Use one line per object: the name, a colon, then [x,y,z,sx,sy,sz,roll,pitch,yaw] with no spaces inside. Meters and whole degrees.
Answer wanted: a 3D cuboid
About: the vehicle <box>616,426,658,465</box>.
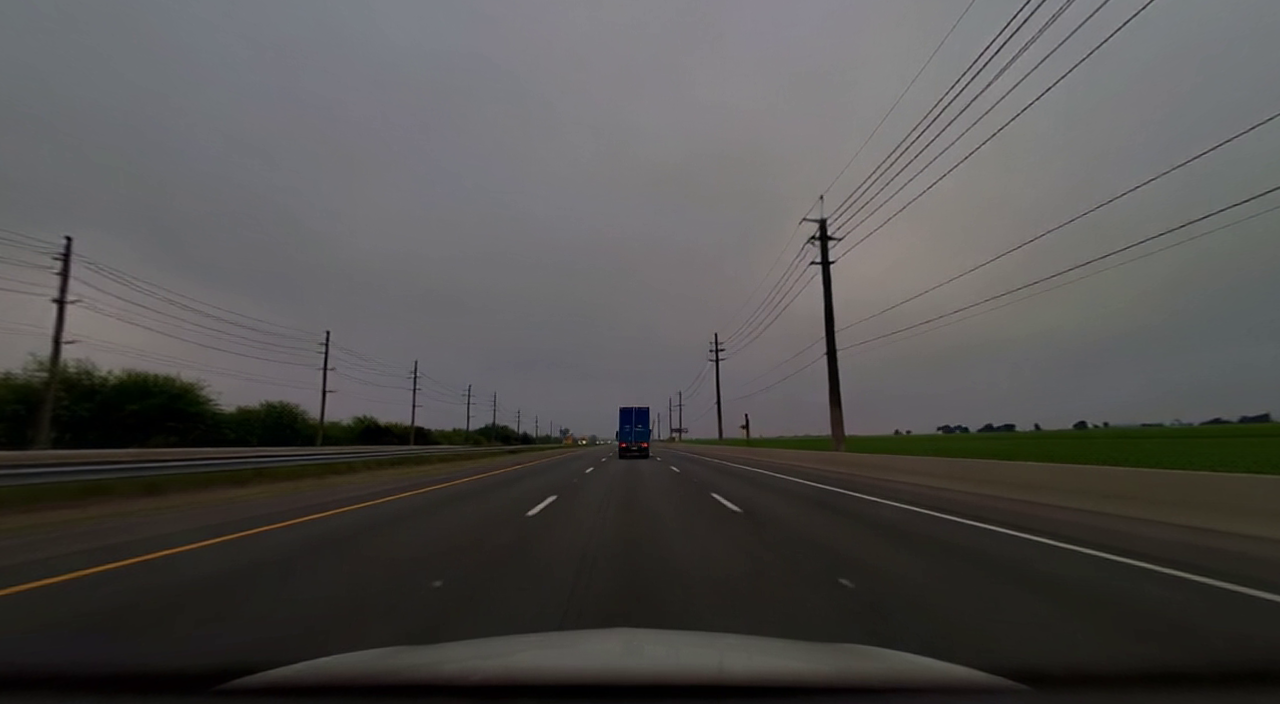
vehicle: [-0.248,5.388,36.387,2.240,2.129,4.480,0,-8,-2]
